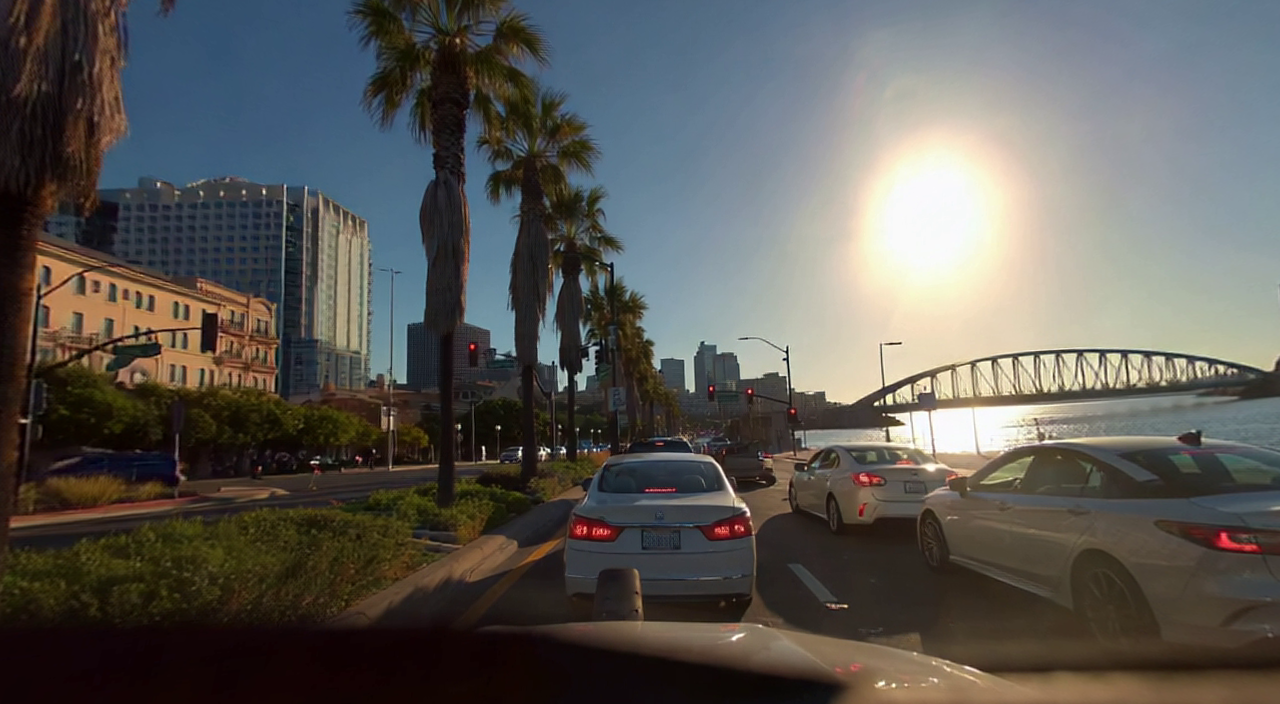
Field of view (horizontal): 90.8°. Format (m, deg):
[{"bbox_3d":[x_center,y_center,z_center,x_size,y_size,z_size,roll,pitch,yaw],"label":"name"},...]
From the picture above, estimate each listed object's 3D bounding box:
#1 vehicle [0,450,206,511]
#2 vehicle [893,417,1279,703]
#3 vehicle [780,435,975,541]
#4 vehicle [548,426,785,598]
[{"bbox_3d":[-16.129,3.803,19.289,2.022,1.604,4.495,-2,-9,11],"label":"vehicle"},{"bbox_3d":[3.912,1.364,5.094,1.913,1.469,4.425,0,-9,0],"label":"vehicle"},{"bbox_3d":[3.893,2.290,11.315,1.920,1.490,4.417,-1,-9,2],"label":"vehicle"},{"bbox_3d":[0.261,1.706,7.510,2.093,1.503,3.681,0,-9,1],"label":"vehicle"}]
